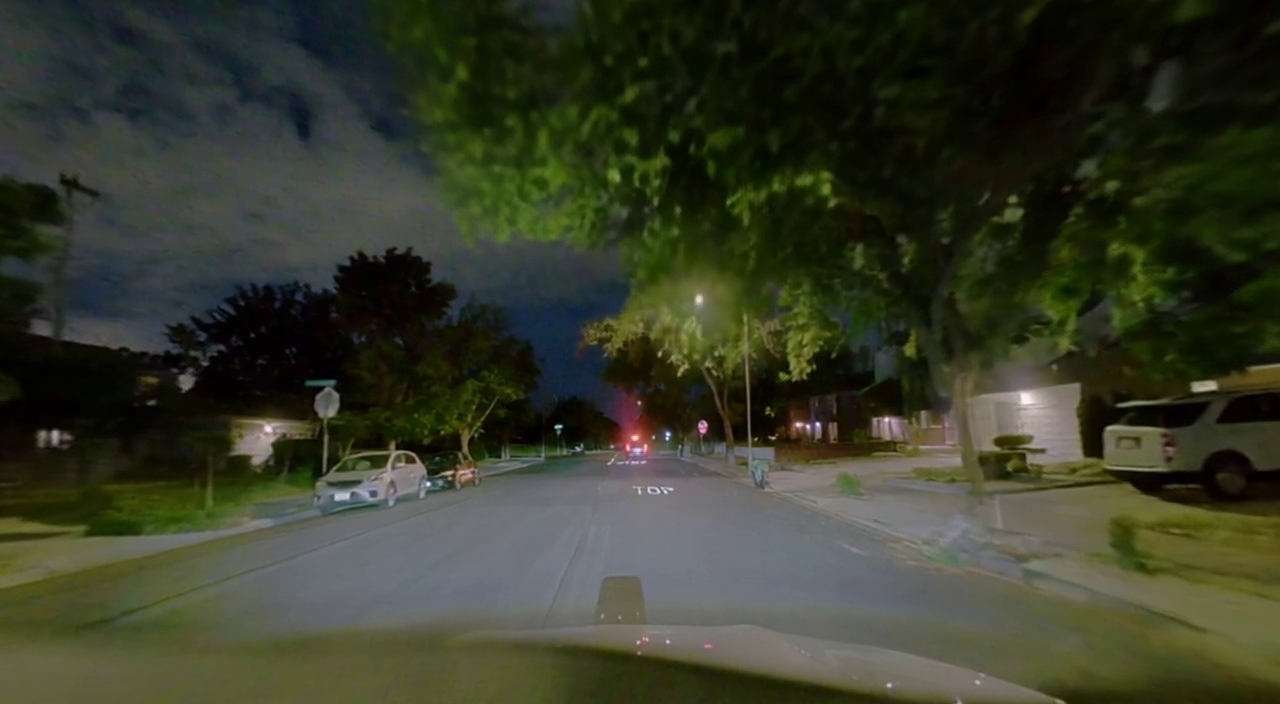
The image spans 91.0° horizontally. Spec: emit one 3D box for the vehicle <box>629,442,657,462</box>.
[{"bbox_3d":[0.260,7.718,48.794,2.043,1.484,4.340,0,-8,1],"label":"vehicle"}]

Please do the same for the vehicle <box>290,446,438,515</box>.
[{"bbox_3d":[-7.028,3.271,16.686,1.972,1.543,4.622,0,-8,-2],"label":"vehicle"}]

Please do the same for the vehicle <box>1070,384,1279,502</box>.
[{"bbox_3d":[11.314,1.620,11.239,5.585,1.892,2.198,0,-8,0],"label":"vehicle"}]
